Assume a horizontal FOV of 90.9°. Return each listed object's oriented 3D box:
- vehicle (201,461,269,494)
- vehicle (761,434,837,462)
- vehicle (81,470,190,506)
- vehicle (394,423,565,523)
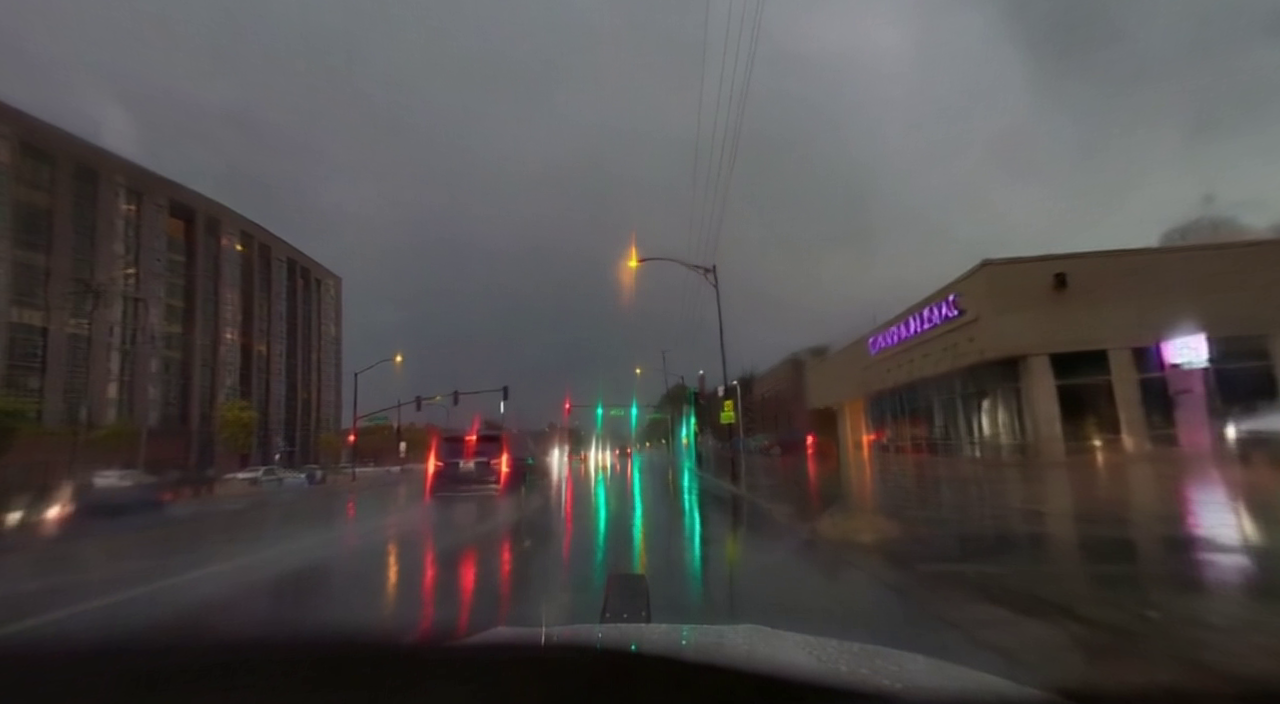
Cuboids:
[{"bbox_3d":[-28.300,8.765,44.055,3.755,1.646,1.961,-2,-10,-37],"label":"vehicle"},{"bbox_3d":[10.189,6.210,40.581,4.361,1.550,2.087,1,-13,2],"label":"vehicle"},{"bbox_3d":[-27.621,7.420,34.675,4.398,1.737,1.950,8,-10,-36],"label":"vehicle"},{"bbox_3d":[-3.150,2.537,13.723,2.277,1.743,4.893,-1,-9,2],"label":"vehicle"}]
